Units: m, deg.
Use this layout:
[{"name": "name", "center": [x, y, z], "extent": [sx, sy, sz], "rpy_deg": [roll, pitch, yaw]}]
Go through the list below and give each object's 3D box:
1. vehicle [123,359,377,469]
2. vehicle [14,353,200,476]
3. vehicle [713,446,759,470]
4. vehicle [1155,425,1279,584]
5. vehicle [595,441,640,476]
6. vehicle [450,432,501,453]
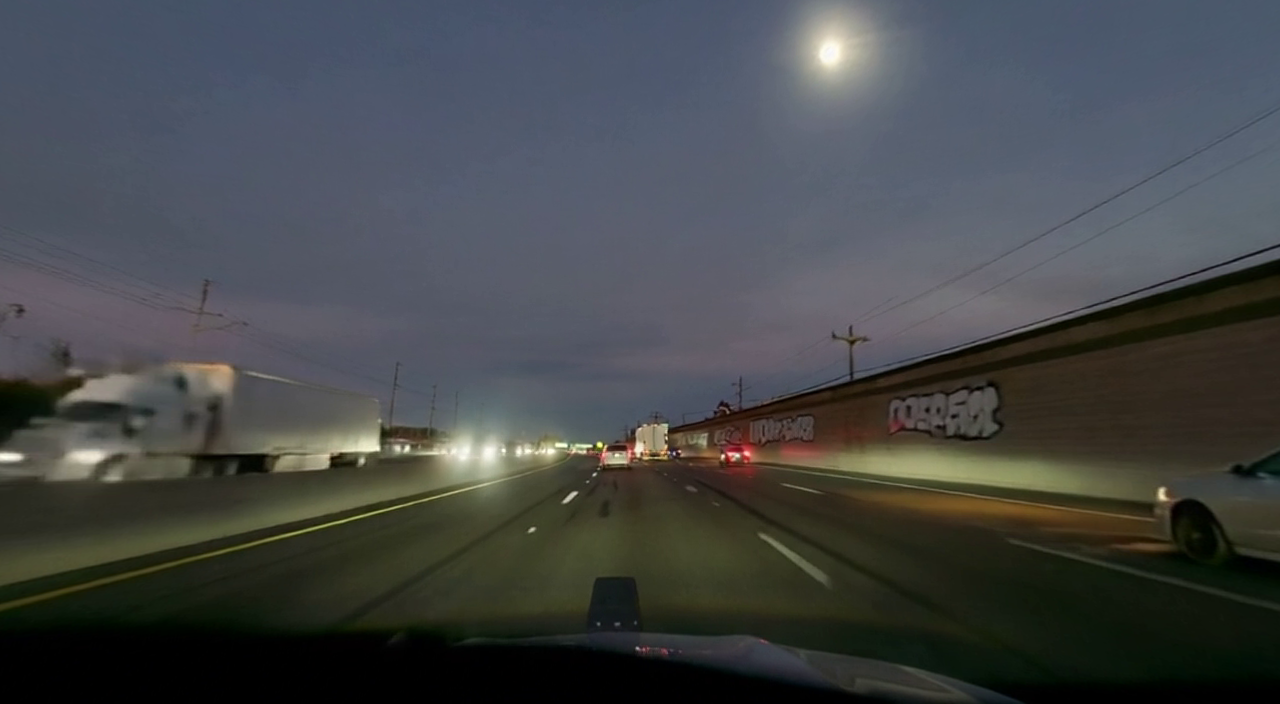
[{"name": "vehicle", "center": [-17.631, 3.500, 31.279], "extent": [2.874, 4.017, 16.235], "rpy_deg": [0, -9, -2]}, {"name": "vehicle", "center": [-17.250, 2.112, 20.775], "extent": [2.987, 3.714, 3.232], "rpy_deg": [0, -9, -1]}, {"name": "vehicle", "center": [6.275, 6.998, 41.917], "extent": [2.018, 1.451, 4.762], "rpy_deg": [0, -9, -4]}, {"name": "vehicle", "center": [7.217, 1.328, 5.184], "extent": [2.032, 1.525, 4.631], "rpy_deg": [0, -9, -1]}, {"name": "vehicle", "center": [-1.139, 5.463, 32.503], "extent": [2.191, 1.685, 3.353], "rpy_deg": [0, -9, -2]}, {"name": "vehicle", "center": [-11.743, 6.565, 45.538], "extent": [2.299, 1.399, 5.789], "rpy_deg": [0, -9, -2]}]
